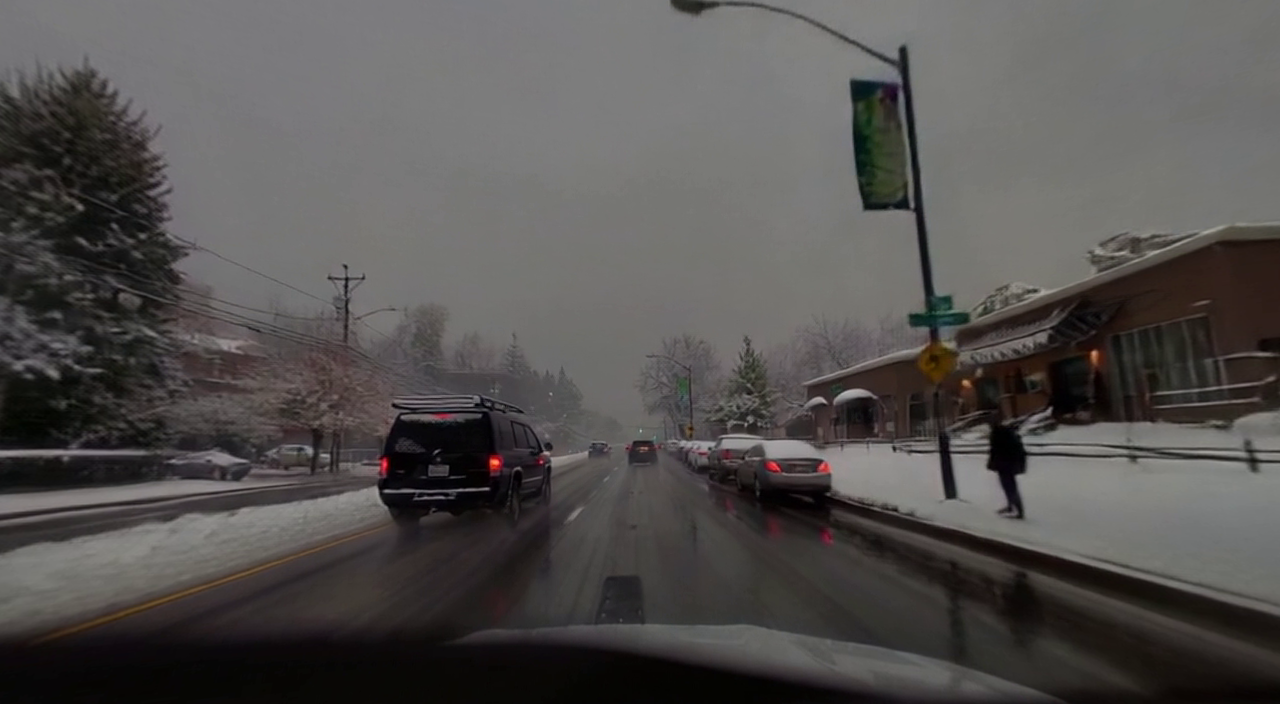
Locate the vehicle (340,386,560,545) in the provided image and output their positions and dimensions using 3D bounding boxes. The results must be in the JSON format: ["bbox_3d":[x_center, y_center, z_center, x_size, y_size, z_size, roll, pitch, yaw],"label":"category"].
[{"bbox_3d":[-2.878,1.897,11.107,2.213,2.123,5.124,0,-9,0],"label":"vehicle"}]

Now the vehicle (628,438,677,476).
[{"bbox_3d":[0.519,4.891,29.697,2.126,1.657,4.132,0,-9,-1],"label":"vehicle"}]

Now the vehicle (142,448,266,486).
[{"bbox_3d":[-23.089,6.076,33.585,5.075,1.581,2.063,-3,-8,-2],"label":"vehicle"}]

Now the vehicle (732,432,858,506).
[{"bbox_3d":[3.834,2.995,16.638,1.947,1.646,4.782,0,-9,-2],"label":"vehicle"}]

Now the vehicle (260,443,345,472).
[{"bbox_3d":[-23.970,7.497,45.021,4.791,1.928,2.144,0,-9,1],"label":"vehicle"}]

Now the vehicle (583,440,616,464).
[{"bbox_3d":[-2.913,7.300,46.288,2.028,1.689,4.162,0,-9,1],"label":"vehicle"}]
